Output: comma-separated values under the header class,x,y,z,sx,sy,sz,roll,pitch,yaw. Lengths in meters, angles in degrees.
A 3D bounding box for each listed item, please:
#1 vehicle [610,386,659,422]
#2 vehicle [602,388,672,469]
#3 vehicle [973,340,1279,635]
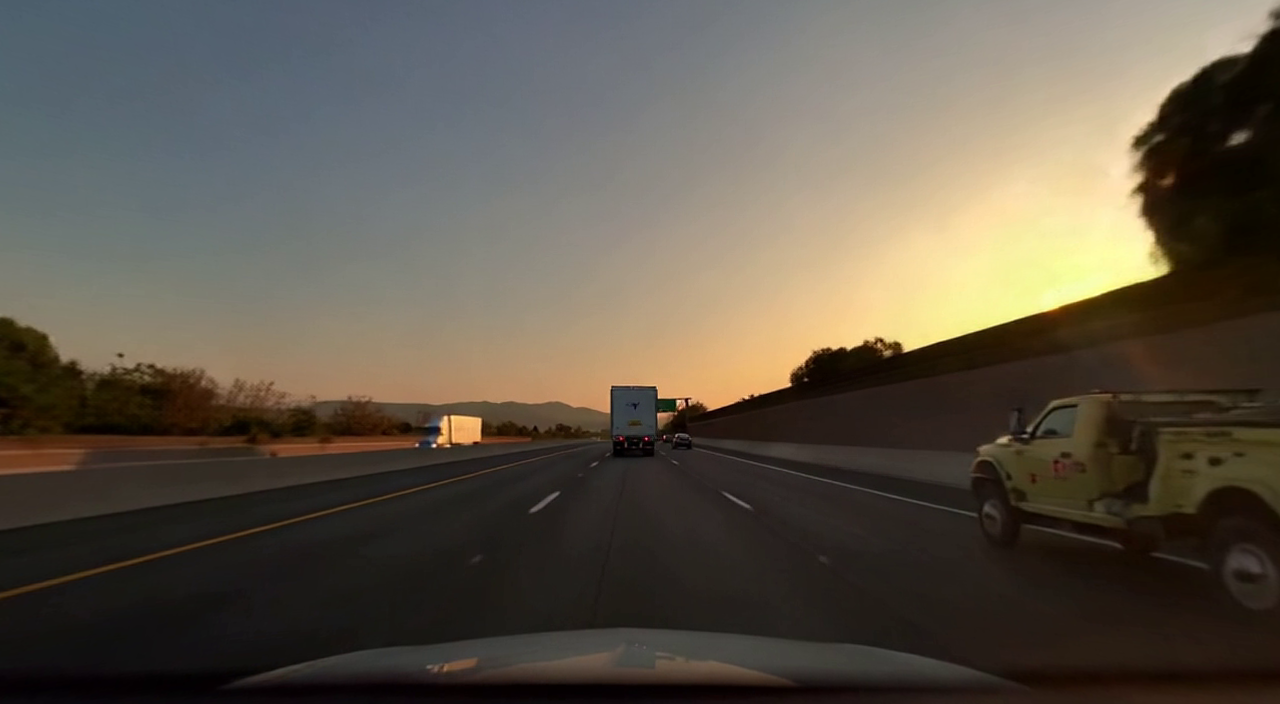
class,x,y,z,sx,sy,sz,roll,pitch,yaw
vehicle,-0.236,2.475,29.231,2.112,1.472,4.240,0,-8,0
vehicle,-0.340,4.032,33.384,2.953,3.406,13.372,1,-7,-2
vehicle,5.032,0.997,5.058,2.091,1.829,4.625,0,-8,-1
